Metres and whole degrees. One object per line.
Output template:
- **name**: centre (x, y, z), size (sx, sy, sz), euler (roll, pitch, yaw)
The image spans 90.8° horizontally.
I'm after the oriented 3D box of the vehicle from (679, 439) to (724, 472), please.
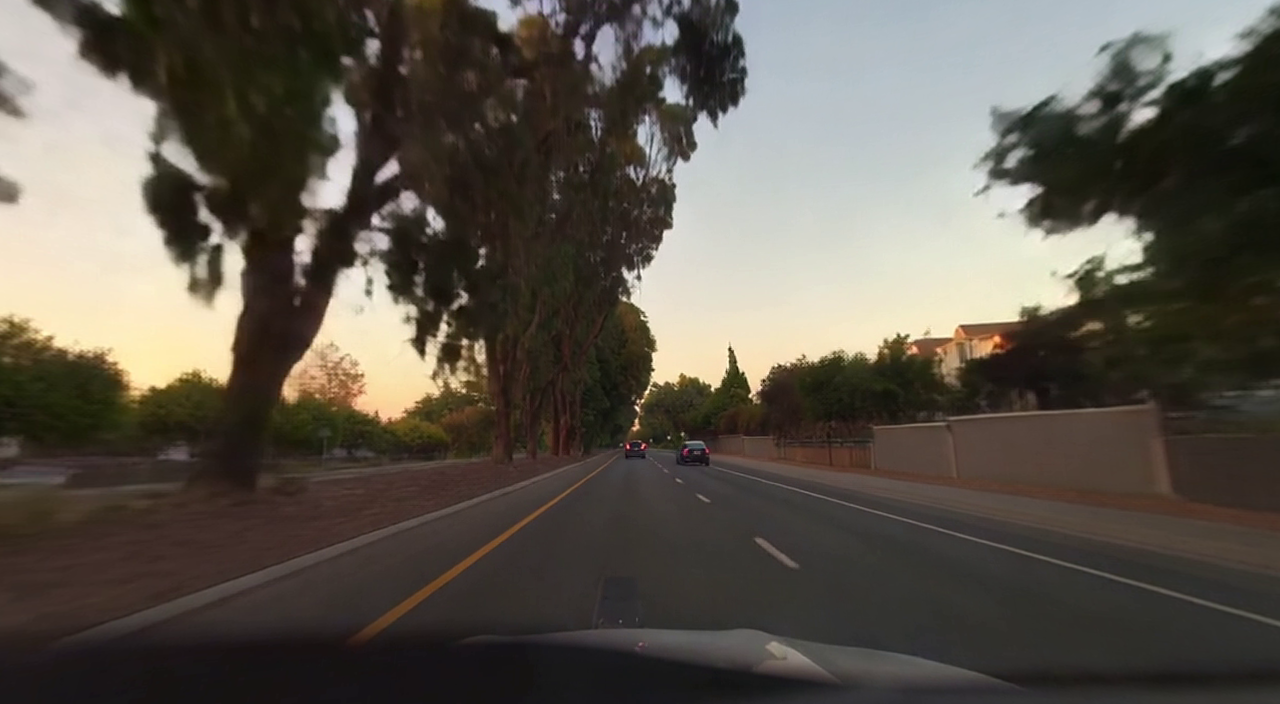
- **vehicle**: centre (3.249, 5.558, 34.068), size (1.888, 1.640, 4.044), euler (0, -8, -2)
